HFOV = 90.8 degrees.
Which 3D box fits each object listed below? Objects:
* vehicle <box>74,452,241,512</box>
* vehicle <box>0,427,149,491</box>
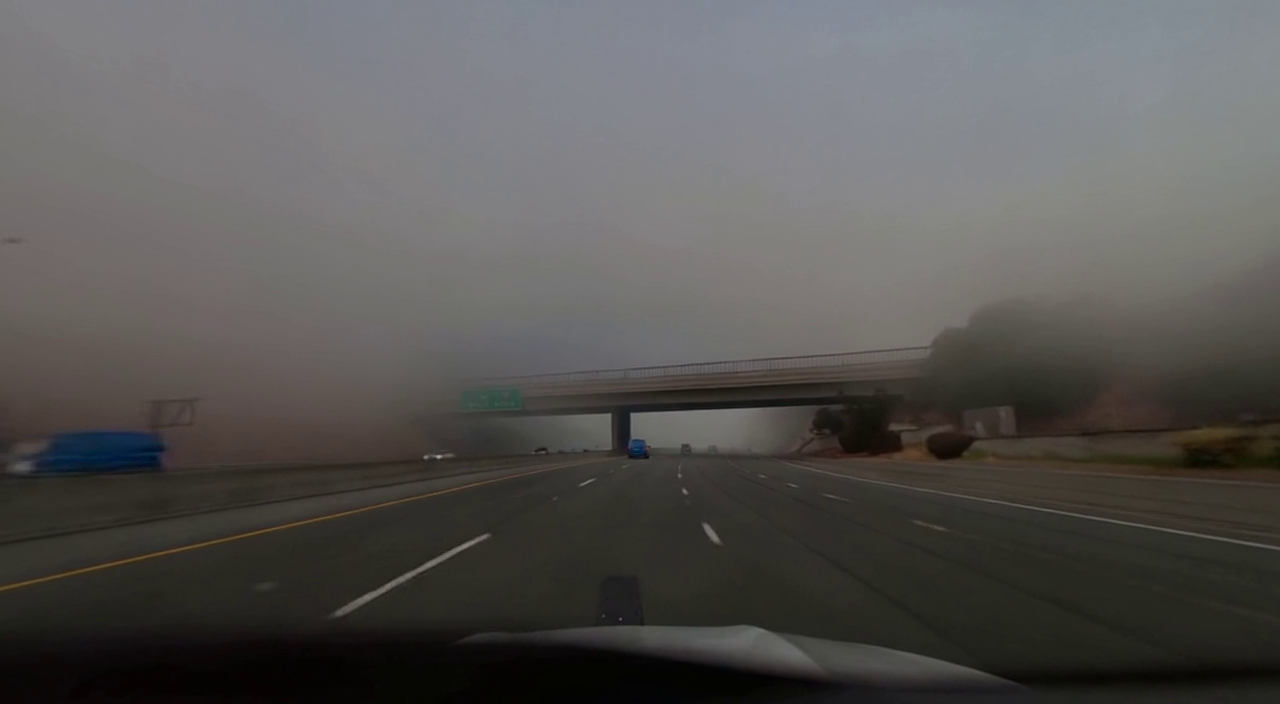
[{"bbox_3d":[-13.016,3.486,17.350,1.692,1.409,3.525,0,-9,2],"label":"vehicle"},{"bbox_3d":[-25.511,4.711,28.080,2.510,2.525,5.441,-1,-9,7],"label":"vehicle"}]
